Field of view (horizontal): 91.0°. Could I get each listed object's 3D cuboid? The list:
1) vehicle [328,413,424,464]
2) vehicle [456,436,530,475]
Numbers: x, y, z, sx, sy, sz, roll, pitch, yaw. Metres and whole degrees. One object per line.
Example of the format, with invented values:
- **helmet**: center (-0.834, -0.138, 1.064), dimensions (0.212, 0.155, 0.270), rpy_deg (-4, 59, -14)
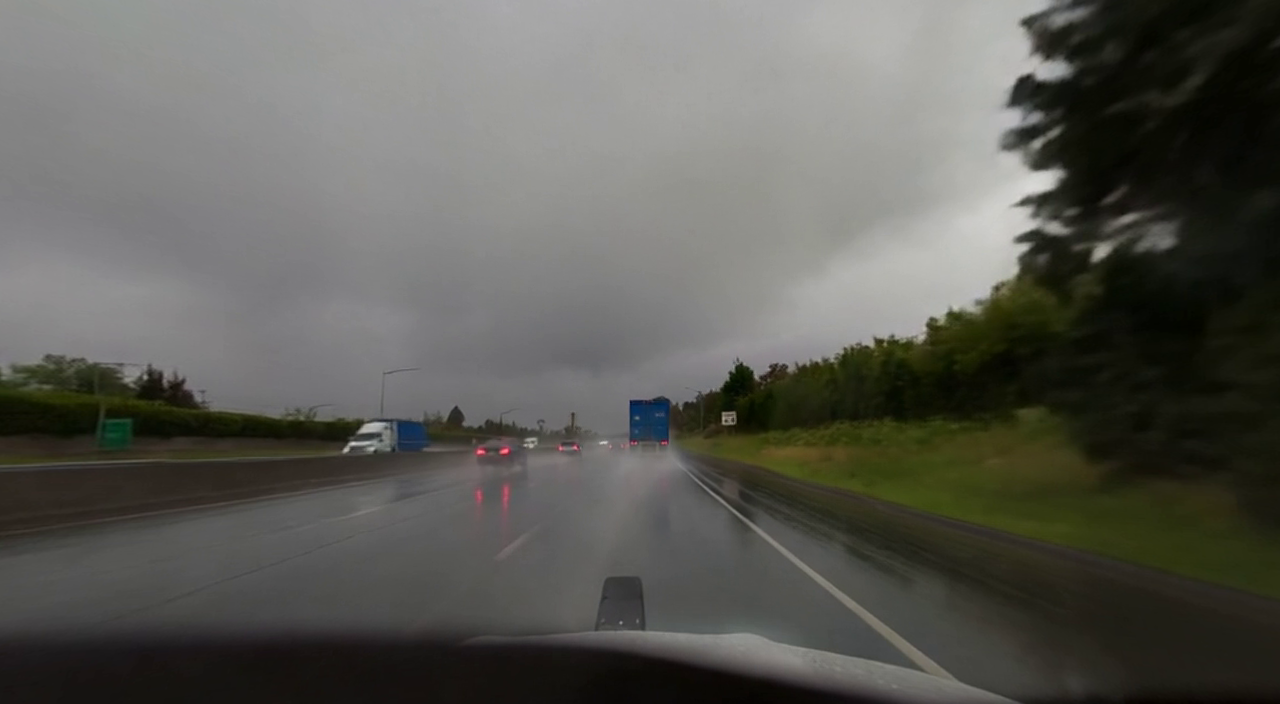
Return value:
- **vehicle**: center (-20.110, 6.752, 48.935), dimensions (3.005, 3.574, 10.095), rpy_deg (0, -8, 1)
- **vehicle**: center (-6.244, 4.469, 27.369), dimensions (2.017, 1.517, 4.766), rpy_deg (0, -8, 1)
